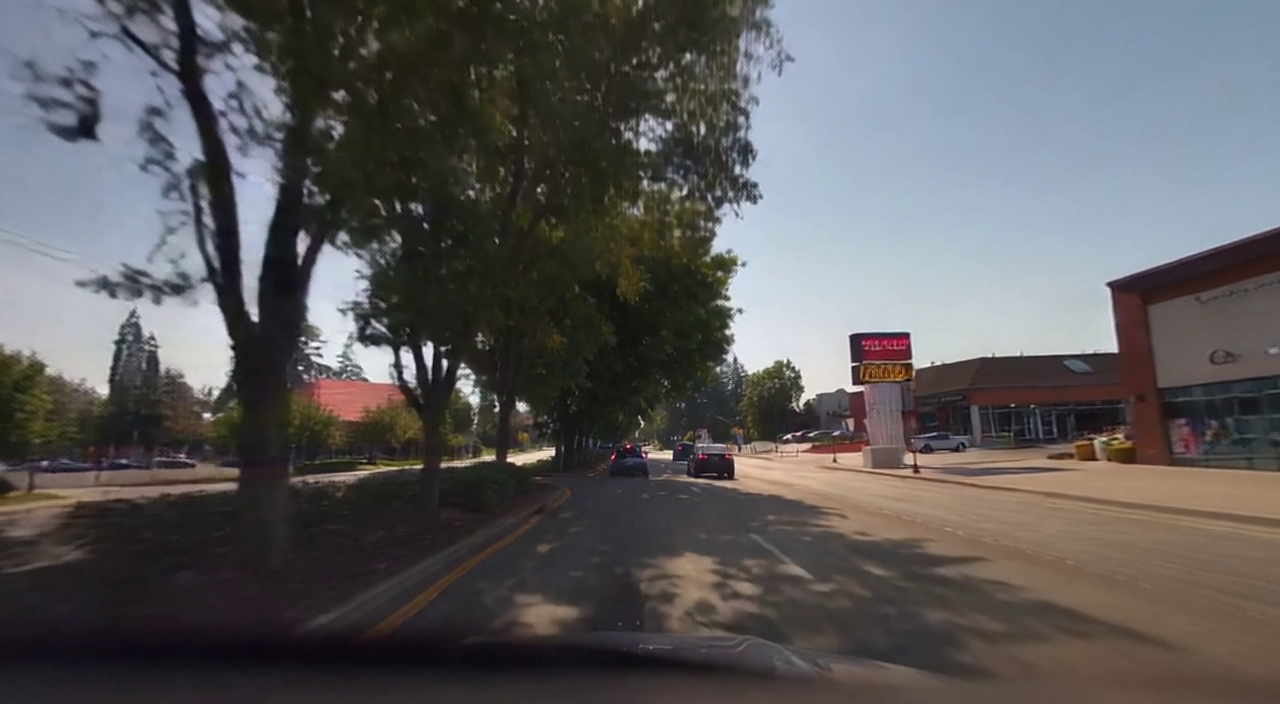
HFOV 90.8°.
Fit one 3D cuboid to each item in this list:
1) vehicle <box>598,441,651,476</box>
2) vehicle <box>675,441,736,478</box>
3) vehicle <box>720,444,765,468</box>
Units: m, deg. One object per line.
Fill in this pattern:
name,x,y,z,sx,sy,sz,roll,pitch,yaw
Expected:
vehicle,-0.680,4.851,28.981,2.242,1.474,4.127,0,-8,-1
vehicle,2.810,4.746,28.206,2.057,1.491,4.675,0,-8,-2
vehicle,6.505,6.663,40.654,2.068,1.393,3.874,0,-8,-3
